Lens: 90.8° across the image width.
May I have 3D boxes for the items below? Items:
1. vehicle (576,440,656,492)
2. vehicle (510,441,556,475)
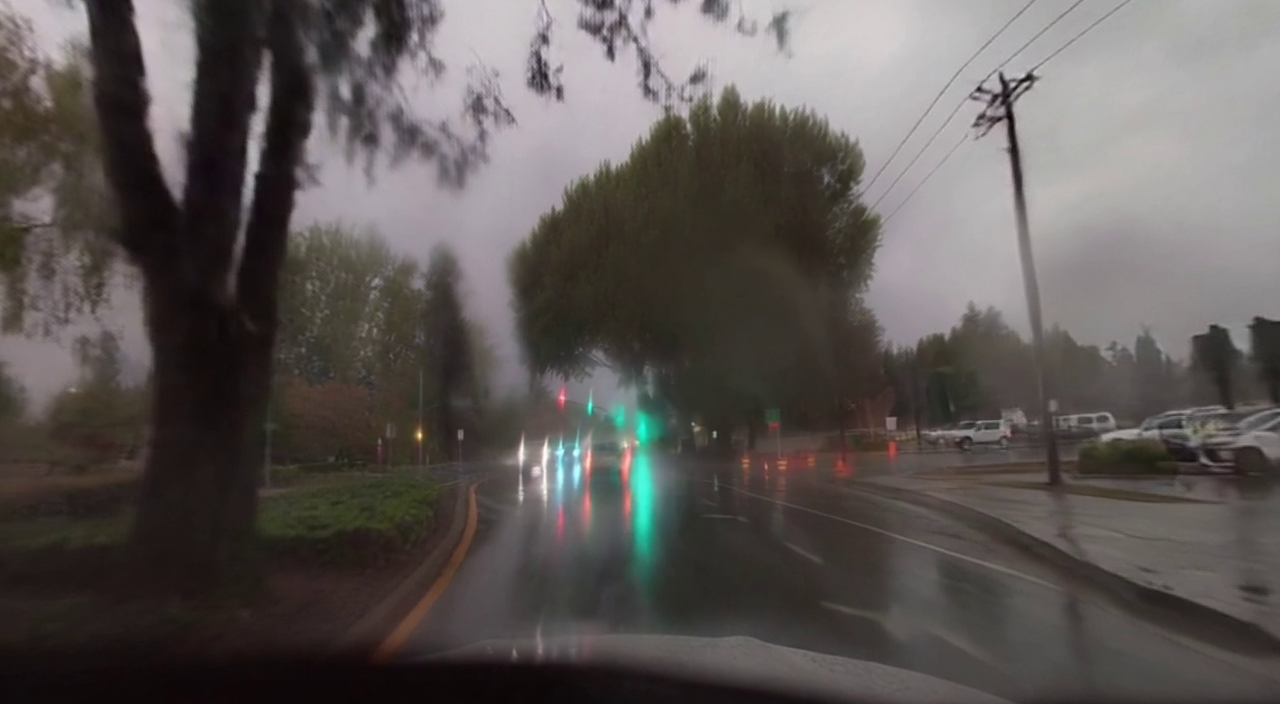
[{"bbox_3d":[-0.943,3.734,21.121,2.266,1.508,4.430,1,-9,-7],"label":"vehicle"},{"bbox_3d":[-5.672,5.664,34.045,2.077,1.665,4.206,1,-9,-5],"label":"vehicle"}]
